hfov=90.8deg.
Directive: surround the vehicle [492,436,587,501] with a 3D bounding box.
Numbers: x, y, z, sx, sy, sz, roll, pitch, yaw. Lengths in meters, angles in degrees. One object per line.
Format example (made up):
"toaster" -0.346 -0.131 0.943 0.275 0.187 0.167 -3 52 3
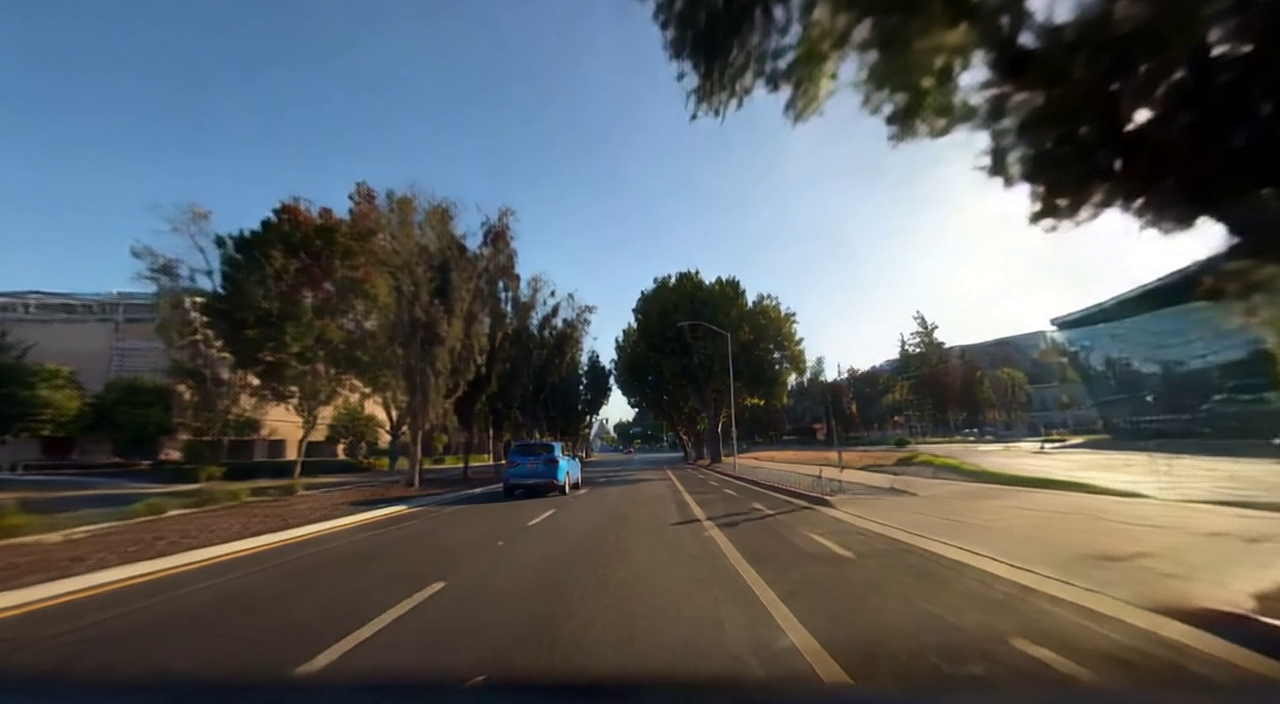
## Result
"vehicle" -2.918 3.500 19.392 2.121 1.724 4.392 0 -9 1
